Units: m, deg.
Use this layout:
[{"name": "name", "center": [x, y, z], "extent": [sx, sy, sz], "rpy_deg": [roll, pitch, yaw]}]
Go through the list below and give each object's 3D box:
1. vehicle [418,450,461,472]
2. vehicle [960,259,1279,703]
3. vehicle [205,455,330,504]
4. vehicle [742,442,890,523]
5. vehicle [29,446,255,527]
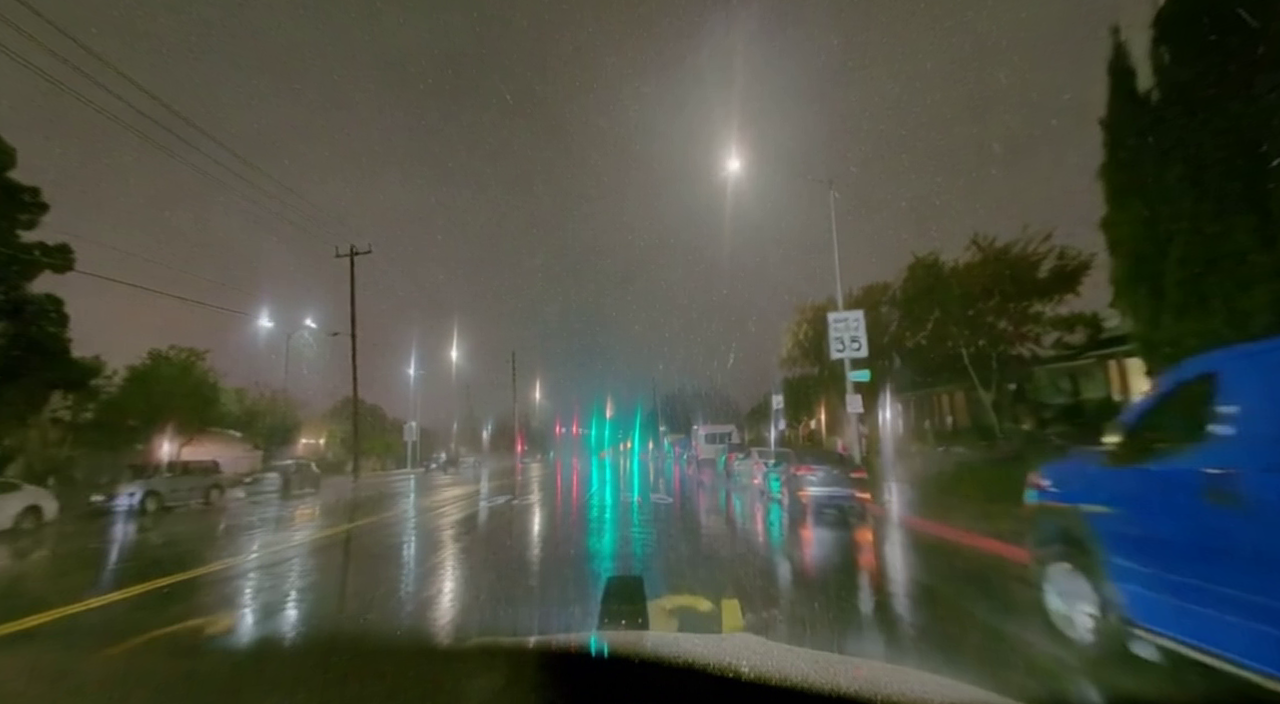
[{"name": "vehicle", "center": [-15.523, 8.422, 48.717], "extent": [1.992, 1.517, 4.426], "rpy_deg": [0, -8, -2]}, {"name": "vehicle", "center": [3.389, 0.565, 1.483], "extent": [2.278, 1.976, 5.589], "rpy_deg": [0, -8, 0]}, {"name": "vehicle", "center": [-13.180, 4.501, 22.563], "extent": [1.821, 1.468, 4.408], "rpy_deg": [0, -8, -1]}, {"name": "vehicle", "center": [3.495, 2.662, 13.409], "extent": [1.827, 1.422, 4.340], "rpy_deg": [0, -8, -1]}, {"name": "vehicle", "center": [-13.051, 3.482, 17.027], "extent": [2.128, 1.854, 4.943], "rpy_deg": [0, -8, -2]}]
